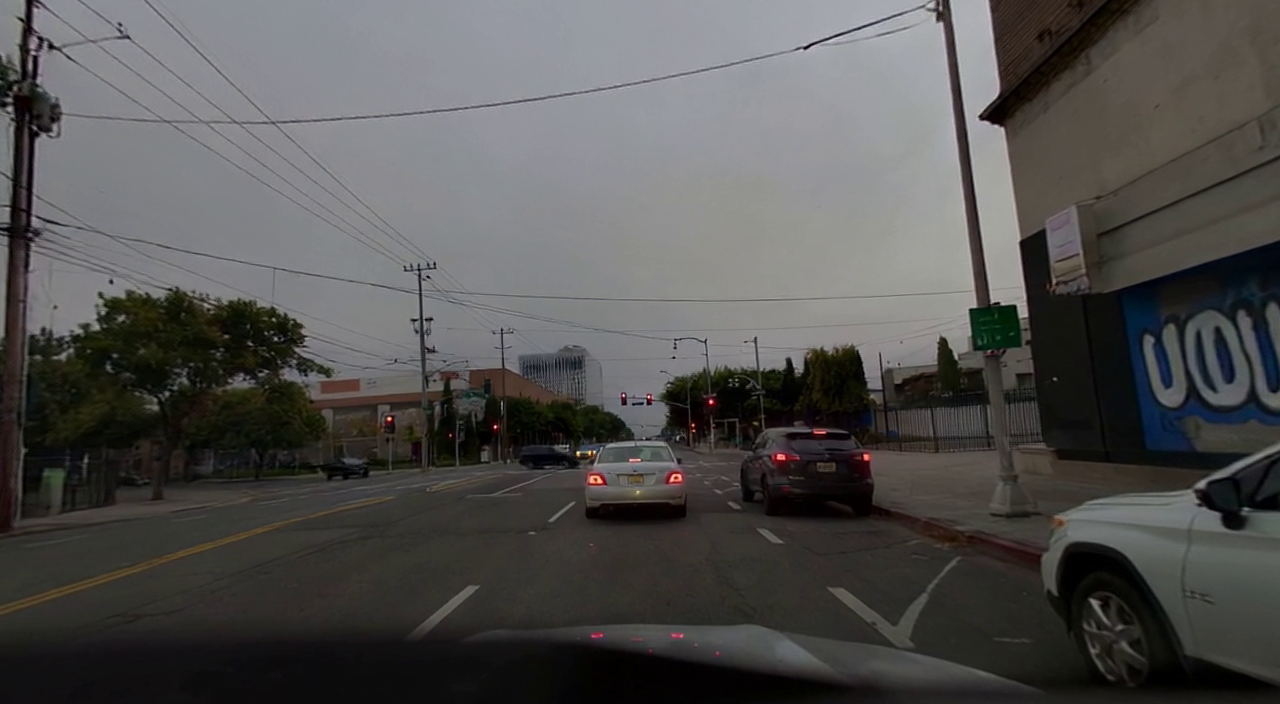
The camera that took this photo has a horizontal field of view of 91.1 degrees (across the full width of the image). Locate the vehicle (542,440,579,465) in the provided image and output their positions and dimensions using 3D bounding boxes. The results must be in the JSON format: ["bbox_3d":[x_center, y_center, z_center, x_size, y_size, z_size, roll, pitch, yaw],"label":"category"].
[{"bbox_3d":[-5.702,7.220,45.389,2.059,1.699,4.252,0,-8,0],"label":"vehicle"}]

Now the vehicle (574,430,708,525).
[{"bbox_3d":[0.048,2.360,12.389,2.153,1.505,4.452,0,-8,1],"label":"vehicle"}]

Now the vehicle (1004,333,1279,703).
[{"bbox_3d":[3.286,0.712,1.732,1.938,1.714,4.402,0,-8,1],"label":"vehicle"}]

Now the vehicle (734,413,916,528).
[{"bbox_3d":[3.261,2.203,12.245,2.060,1.783,4.579,0,-8,-1],"label":"vehicle"}]
